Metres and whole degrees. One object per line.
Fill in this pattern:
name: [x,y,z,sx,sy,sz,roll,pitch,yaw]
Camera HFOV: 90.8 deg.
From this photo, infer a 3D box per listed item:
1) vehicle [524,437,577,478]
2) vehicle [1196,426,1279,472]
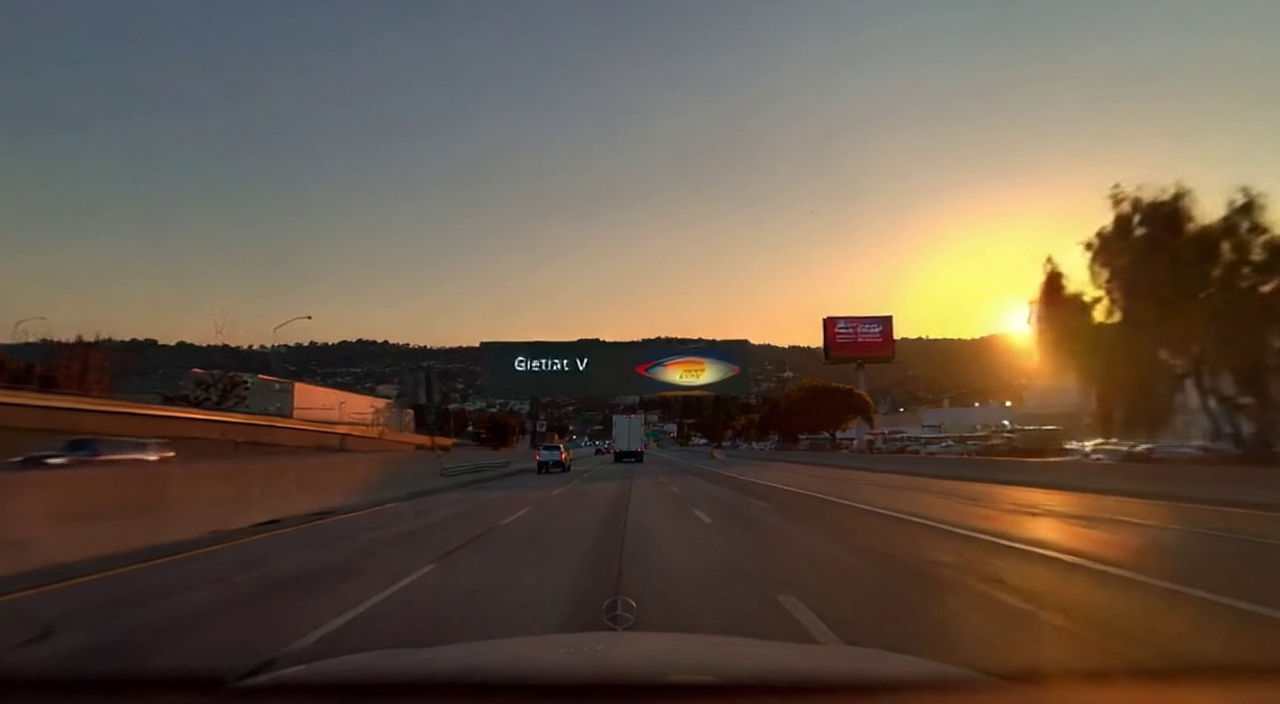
vehicle: [-4.502,5.393,32.503,2.095,1.930,4.680,0,-9,0]
vehicle: [43.971,6.874,44.684,2.321,3.103,6.216,4,-10,-28]
